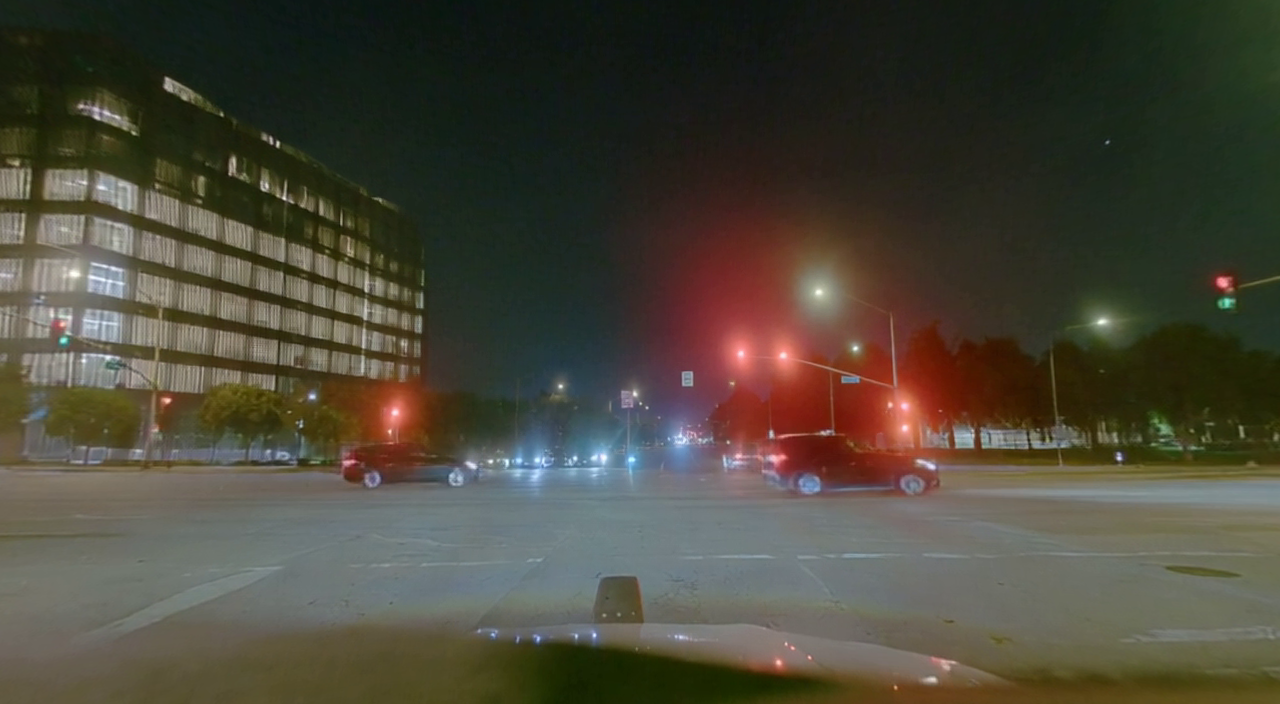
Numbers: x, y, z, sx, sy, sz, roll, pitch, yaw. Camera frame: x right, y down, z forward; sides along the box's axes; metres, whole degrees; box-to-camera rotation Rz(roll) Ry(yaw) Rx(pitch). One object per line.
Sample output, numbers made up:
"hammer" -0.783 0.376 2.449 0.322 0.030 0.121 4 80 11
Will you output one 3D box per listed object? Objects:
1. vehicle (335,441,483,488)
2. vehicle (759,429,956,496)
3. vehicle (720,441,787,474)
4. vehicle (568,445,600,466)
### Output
"vehicle" -7.643 3.759 21.357 4.424 1.454 2.043 2 -9 -15
"vehicle" 6.241 3.197 18.518 4.923 1.800 2.153 1 -8 -6
"vehicle" 5.912 5.412 32.611 1.955 1.569 4.397 -5 -10 30
"vehicle" -4.337 8.129 49.765 2.130 1.613 4.121 0 -8 0
